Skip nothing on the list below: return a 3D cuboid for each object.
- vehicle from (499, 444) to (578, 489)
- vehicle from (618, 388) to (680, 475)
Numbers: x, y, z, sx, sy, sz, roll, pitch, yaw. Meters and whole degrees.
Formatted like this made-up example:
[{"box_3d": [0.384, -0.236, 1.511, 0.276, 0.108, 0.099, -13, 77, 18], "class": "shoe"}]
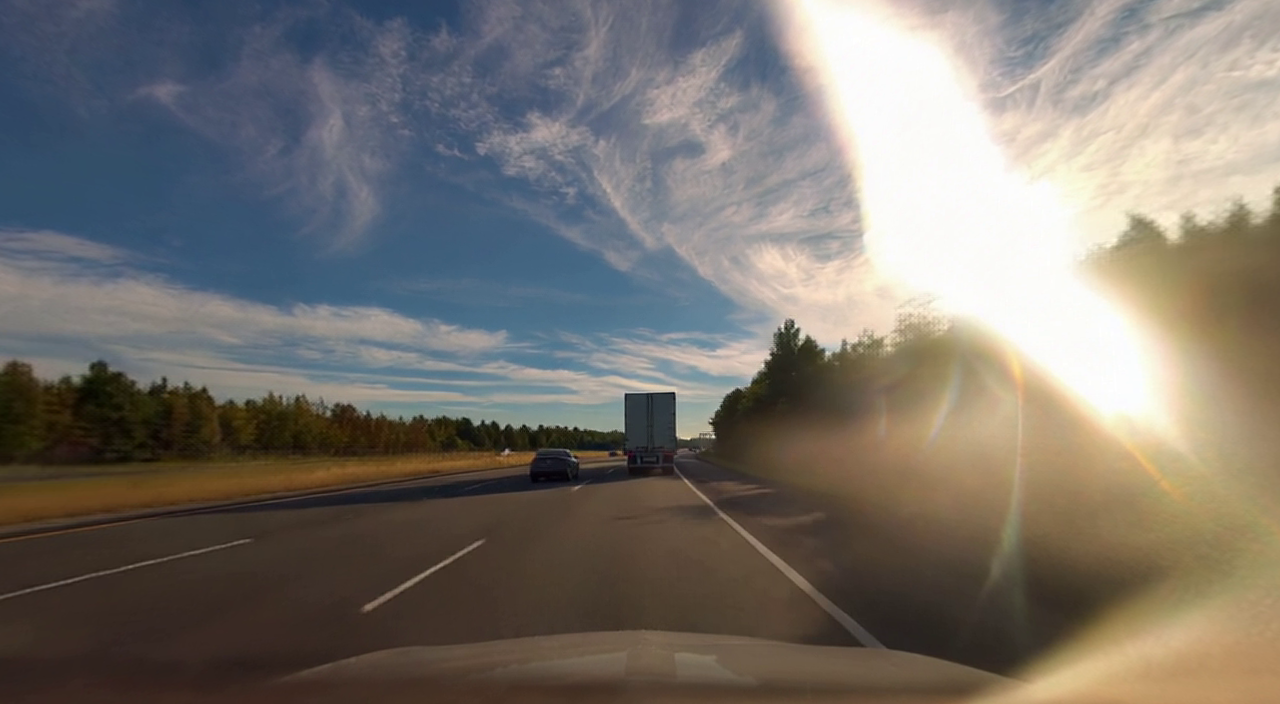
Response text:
[{"box_3d": [-3.596, 4.153, 23.209, 2.092, 1.465, 4.448, 0, -9, 1], "class": "vehicle"}, {"box_3d": [0.506, 4.827, 37.346, 2.851, 4.098, 14.436, -2, -8, 0], "class": "vehicle"}]
